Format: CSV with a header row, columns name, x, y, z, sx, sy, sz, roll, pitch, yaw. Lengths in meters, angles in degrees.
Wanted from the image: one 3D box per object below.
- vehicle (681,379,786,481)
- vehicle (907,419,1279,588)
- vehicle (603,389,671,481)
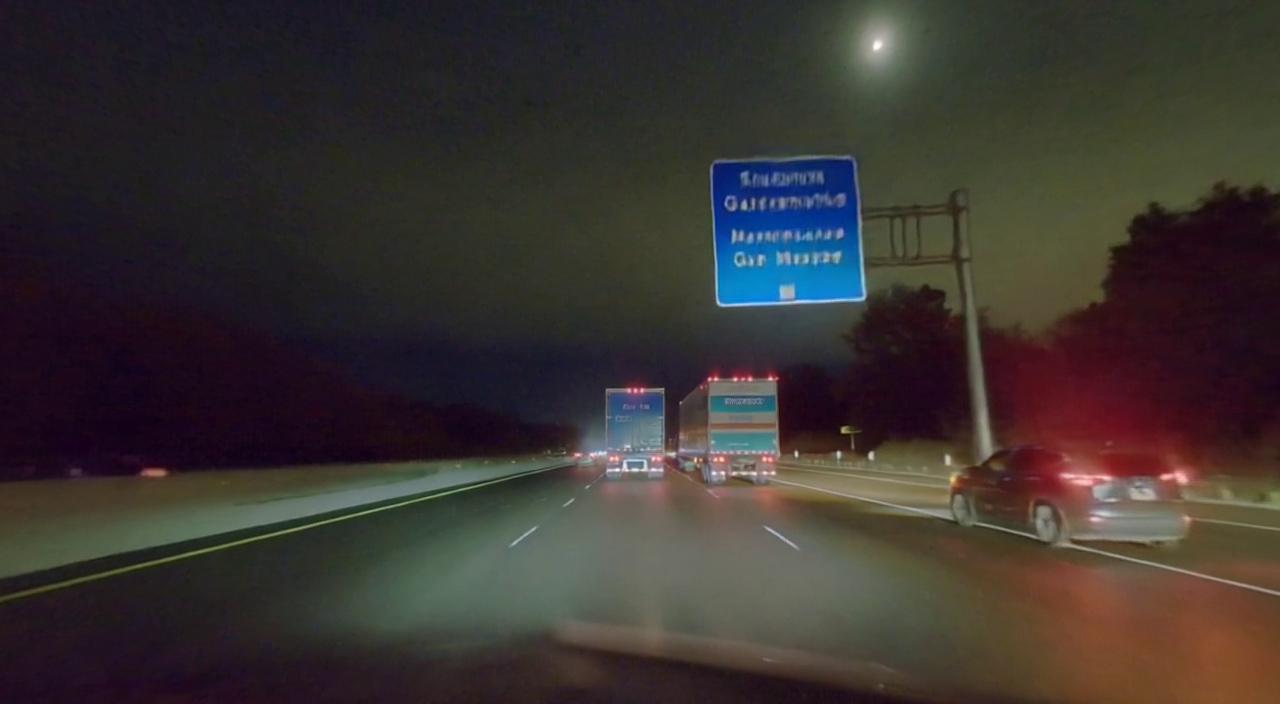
name,x,y,z,sx,sy,sz,roll,pitch,yaw
vehicle,4.264,4.275,32.954,3.044,4.128,14.482,0,-9,-1
vehicle,5.488,1.768,8.277,2.086,1.530,4.808,-1,-9,3
vehicle,-0.139,4.227,31.445,2.864,3.805,9.709,0,-9,0
